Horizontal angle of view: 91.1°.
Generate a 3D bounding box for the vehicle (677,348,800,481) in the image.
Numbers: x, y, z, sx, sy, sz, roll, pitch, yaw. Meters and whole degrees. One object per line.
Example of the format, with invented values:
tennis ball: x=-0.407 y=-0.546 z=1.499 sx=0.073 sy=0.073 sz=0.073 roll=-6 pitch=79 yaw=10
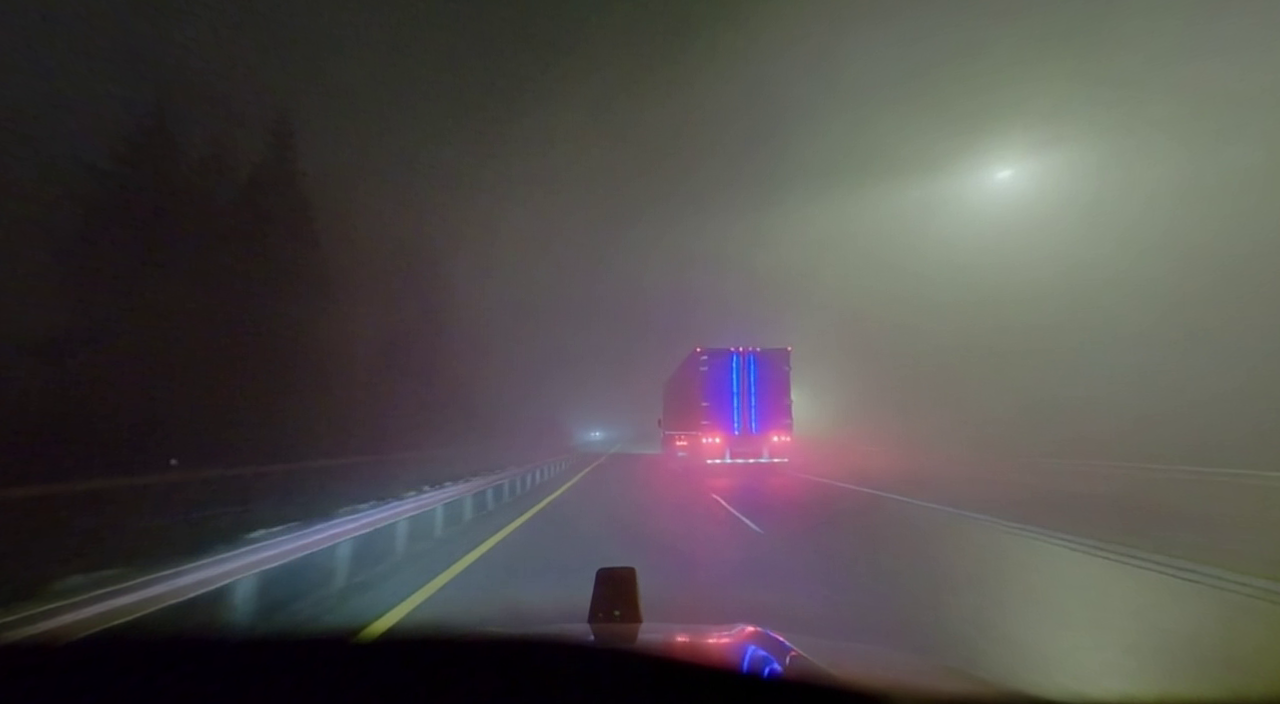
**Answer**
vehicle: x=3.103 y=2.366 z=22.583 sx=2.949 sy=3.877 sz=8.528 roll=0 pitch=-8 yaw=0
